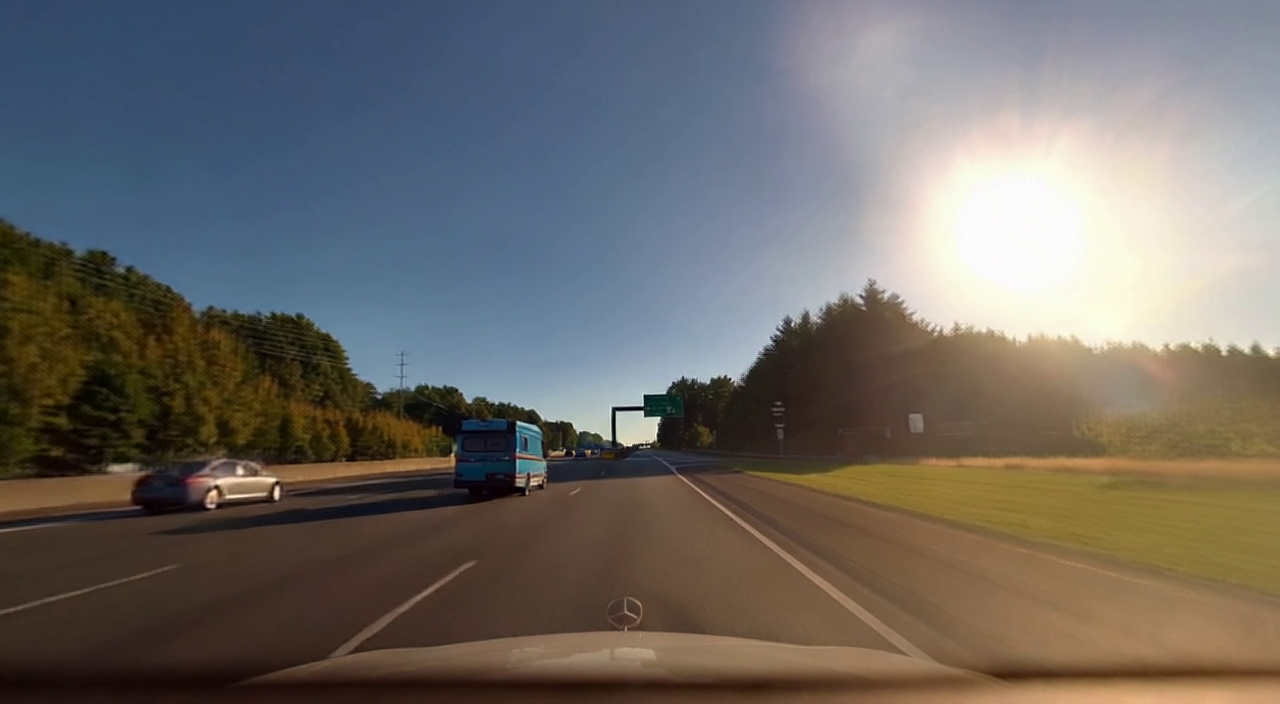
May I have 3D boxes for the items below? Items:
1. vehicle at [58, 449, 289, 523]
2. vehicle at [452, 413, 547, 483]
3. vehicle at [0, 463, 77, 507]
[{"bbox_3d":[-10.676,3.060,15.028,1.922,1.448,4.638,0,-9,1],"label":"vehicle"},{"bbox_3d":[-6.551,4.669,30.722,2.747,2.934,7.411,0,-9,1],"label":"vehicle"},{"bbox_3d":[-22.835,4.723,22.532,1.749,1.431,3.912,0,-9,1],"label":"vehicle"}]
